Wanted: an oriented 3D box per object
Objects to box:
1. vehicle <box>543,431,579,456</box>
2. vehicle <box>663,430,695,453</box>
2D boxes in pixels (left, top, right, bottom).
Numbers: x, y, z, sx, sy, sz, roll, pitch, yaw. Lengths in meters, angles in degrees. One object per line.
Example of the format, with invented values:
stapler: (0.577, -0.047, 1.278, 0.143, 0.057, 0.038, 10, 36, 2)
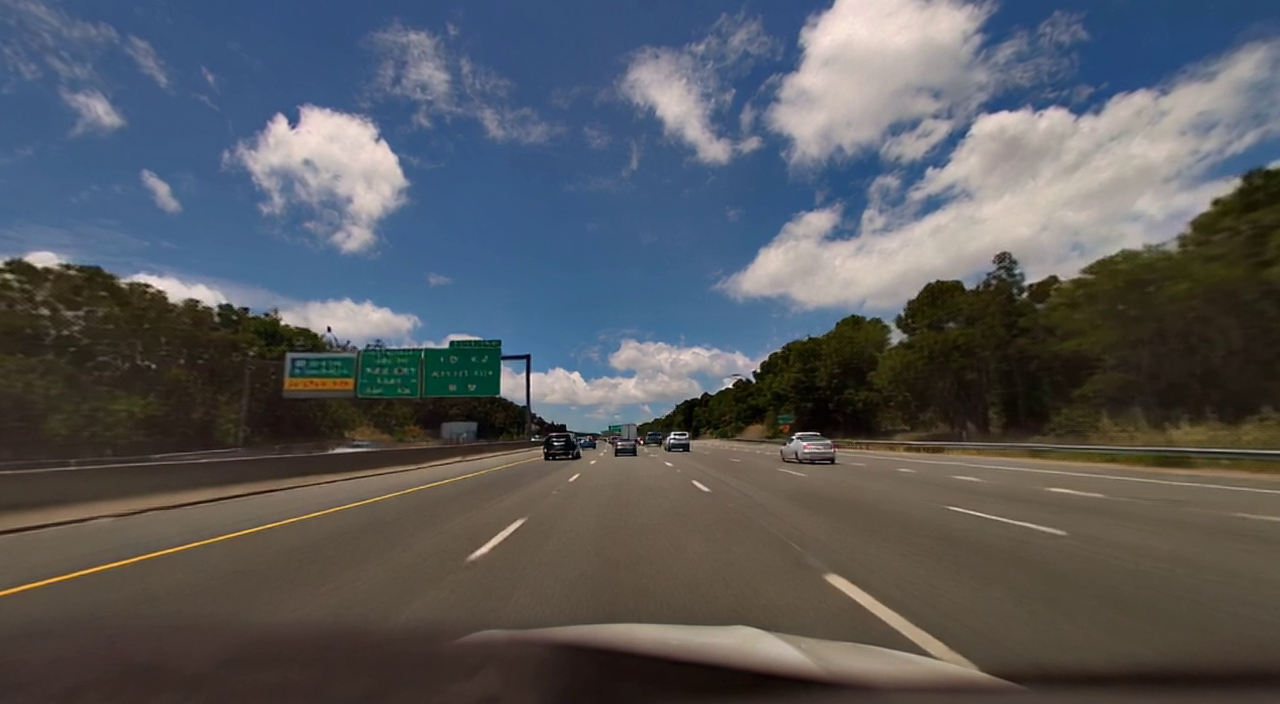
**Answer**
vehicle: (-5.443, 6.345, 43.765, 2.119, 1.629, 3.946, 0, -8, -1)
vehicle: (3.012, 6.976, 49.239, 2.066, 1.673, 4.225, 0, -8, -2)
